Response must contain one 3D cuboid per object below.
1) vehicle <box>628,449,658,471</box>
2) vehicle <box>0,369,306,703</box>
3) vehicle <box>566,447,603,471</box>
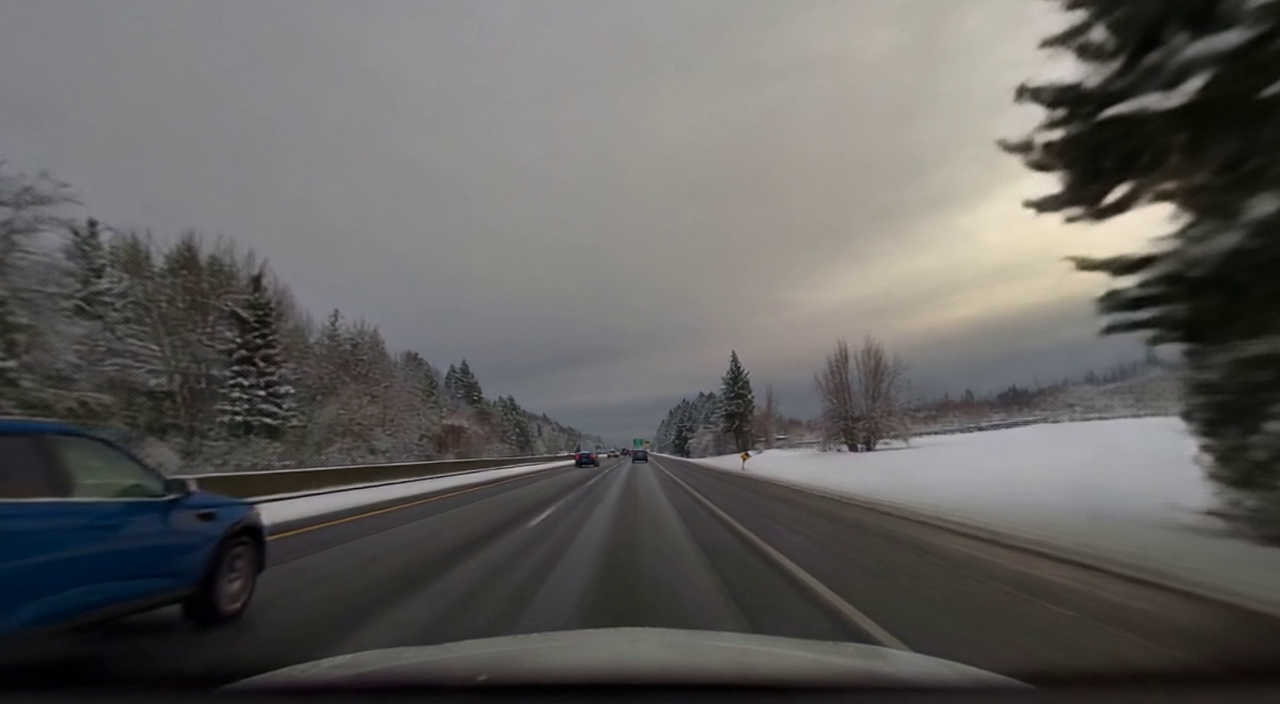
[{"bbox_3d":[0.205,7.719,45.240,2.046,1.452,4.407,0,-9,0],"label":"vehicle"},{"bbox_3d":[-3.871,0.969,3.116,2.100,1.667,4.223,0,-9,0],"label":"vehicle"},{"bbox_3d":[-3.949,7.704,45.632,2.182,1.629,4.263,0,-9,1],"label":"vehicle"}]
